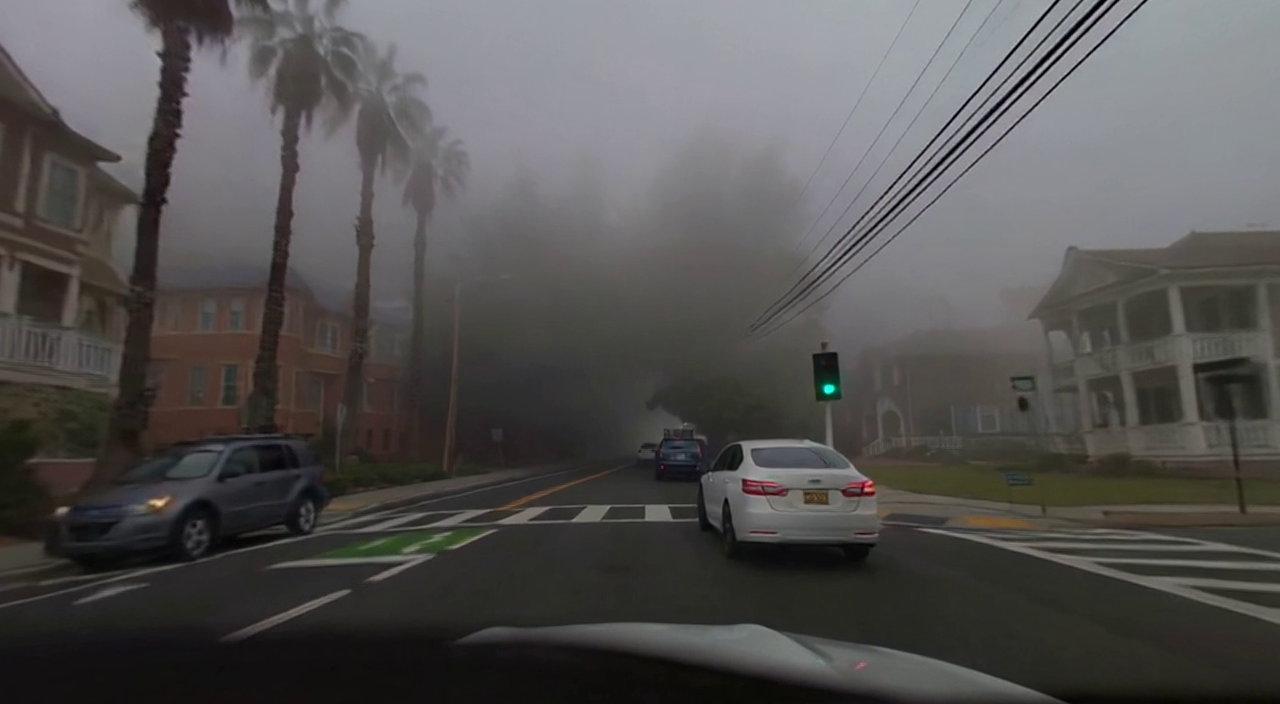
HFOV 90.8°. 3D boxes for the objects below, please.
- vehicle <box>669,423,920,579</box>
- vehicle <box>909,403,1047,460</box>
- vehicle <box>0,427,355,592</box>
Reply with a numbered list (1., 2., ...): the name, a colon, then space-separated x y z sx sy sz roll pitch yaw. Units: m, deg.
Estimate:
1. vehicle: 1.682 1.862 8.735 2.096 1.552 4.519 0 -9 -3
2. vehicle: 17.642 4.147 33.245 5.880 2.540 2.003 -4 -6 2
3. vehicle: -6.631 2.178 9.880 2.069 1.820 4.388 -3 -6 5
